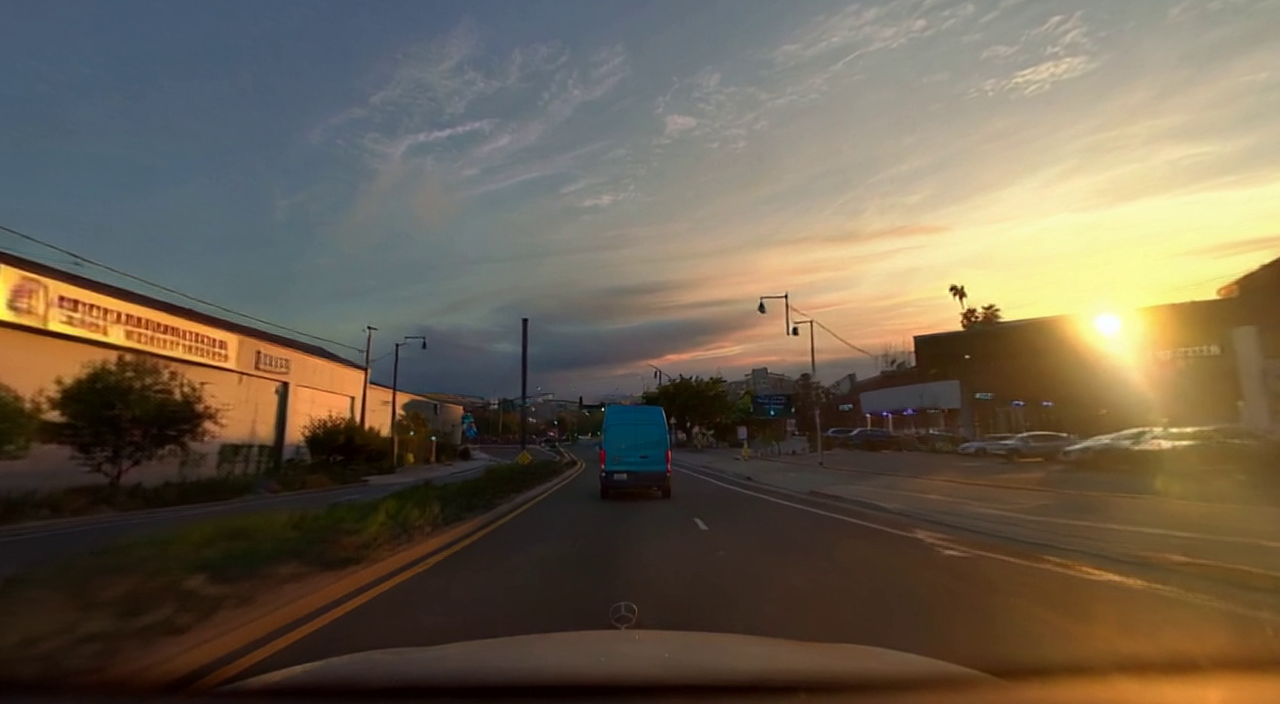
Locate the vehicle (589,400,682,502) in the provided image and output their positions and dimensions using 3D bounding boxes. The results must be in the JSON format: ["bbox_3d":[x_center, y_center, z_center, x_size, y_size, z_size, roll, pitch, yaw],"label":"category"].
[{"bbox_3d":[-0.178,3.024,19.299,2.432,2.624,5.670,0,-9,-1],"label":"vehicle"}]
